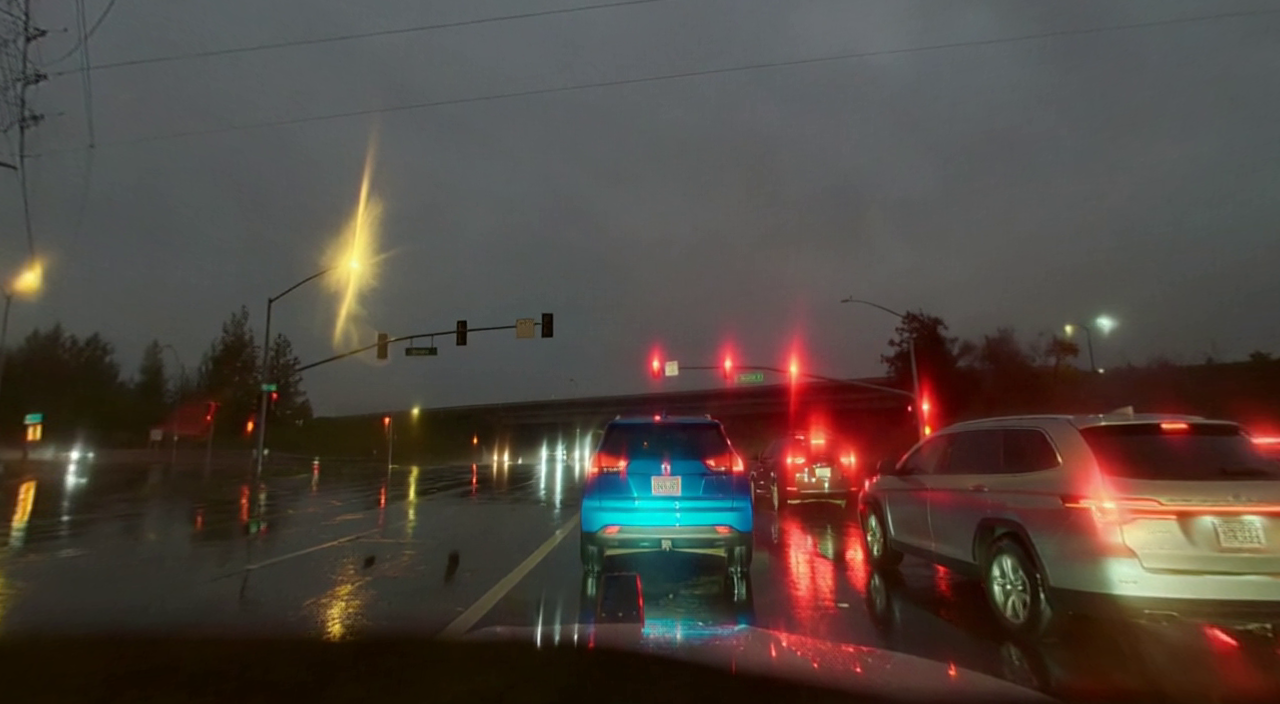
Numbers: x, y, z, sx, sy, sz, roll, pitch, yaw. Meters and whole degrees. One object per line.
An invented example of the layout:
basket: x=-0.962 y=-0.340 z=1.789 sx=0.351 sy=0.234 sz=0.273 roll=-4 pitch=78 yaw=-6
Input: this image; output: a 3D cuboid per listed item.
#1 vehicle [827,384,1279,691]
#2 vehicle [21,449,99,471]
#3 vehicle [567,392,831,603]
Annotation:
vehicle: x=3.408 y=1.337 z=5.783 sx=1.990 sy=1.649 sz=4.625 roll=0 pitch=-8 yaw=0
vehicle: x=-40.838 y=7.563 z=44.458 sx=4.647 sy=1.453 sz=1.881 roll=-3 pitch=-9 yaw=18
vehicle: x=0.455 y=1.553 z=7.616 sx=2.240 sy=1.778 sz=4.335 roll=0 pitch=-8 yaw=-1
